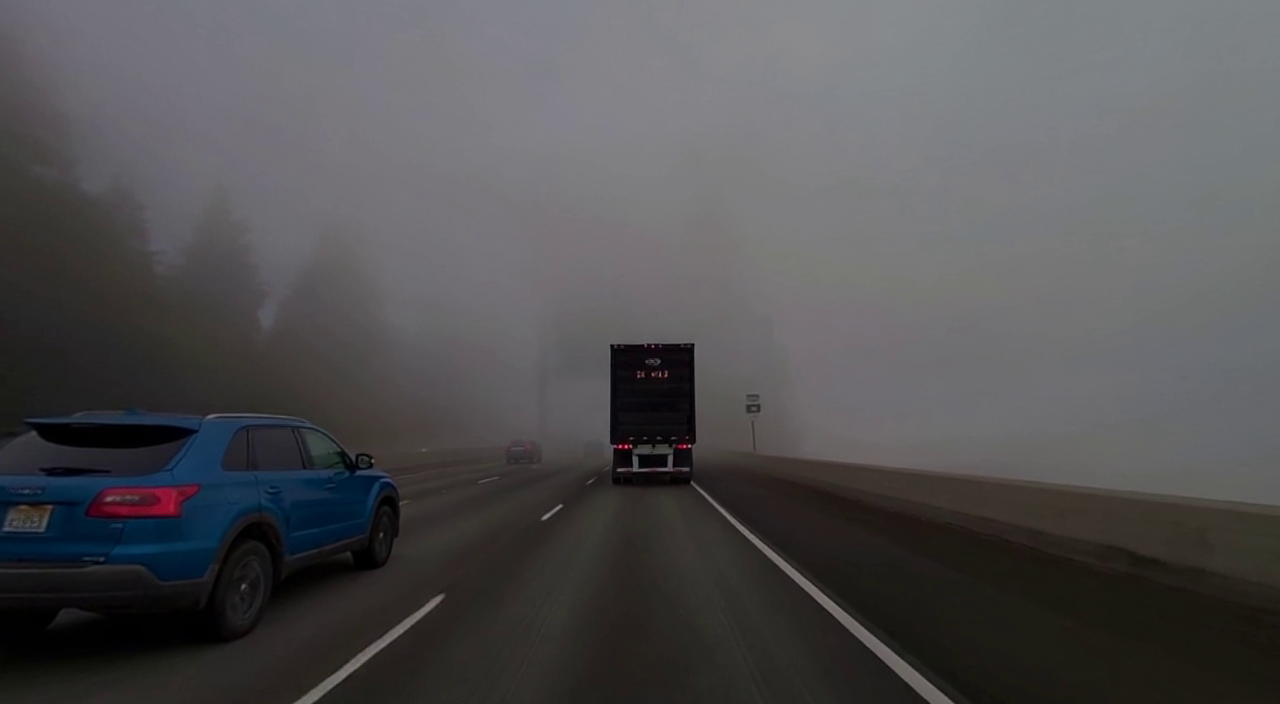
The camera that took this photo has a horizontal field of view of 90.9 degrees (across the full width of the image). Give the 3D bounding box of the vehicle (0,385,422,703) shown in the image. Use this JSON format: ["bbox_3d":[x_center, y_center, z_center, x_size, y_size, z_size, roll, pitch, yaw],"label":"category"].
[{"bbox_3d":[-3.723,1.326,5.454,2.077,1.671,4.249,-1,-8,1],"label":"vehicle"}]

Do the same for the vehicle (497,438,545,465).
[{"bbox_3d":[-6.835,5.782,36.718,1.882,1.451,4.416,-1,-8,1],"label":"vehicle"}]

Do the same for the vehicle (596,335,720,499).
[{"bbox_3d":[0.420,2.263,20.168,2.870,3.841,10.653,-1,-8,0],"label":"vehicle"}]
